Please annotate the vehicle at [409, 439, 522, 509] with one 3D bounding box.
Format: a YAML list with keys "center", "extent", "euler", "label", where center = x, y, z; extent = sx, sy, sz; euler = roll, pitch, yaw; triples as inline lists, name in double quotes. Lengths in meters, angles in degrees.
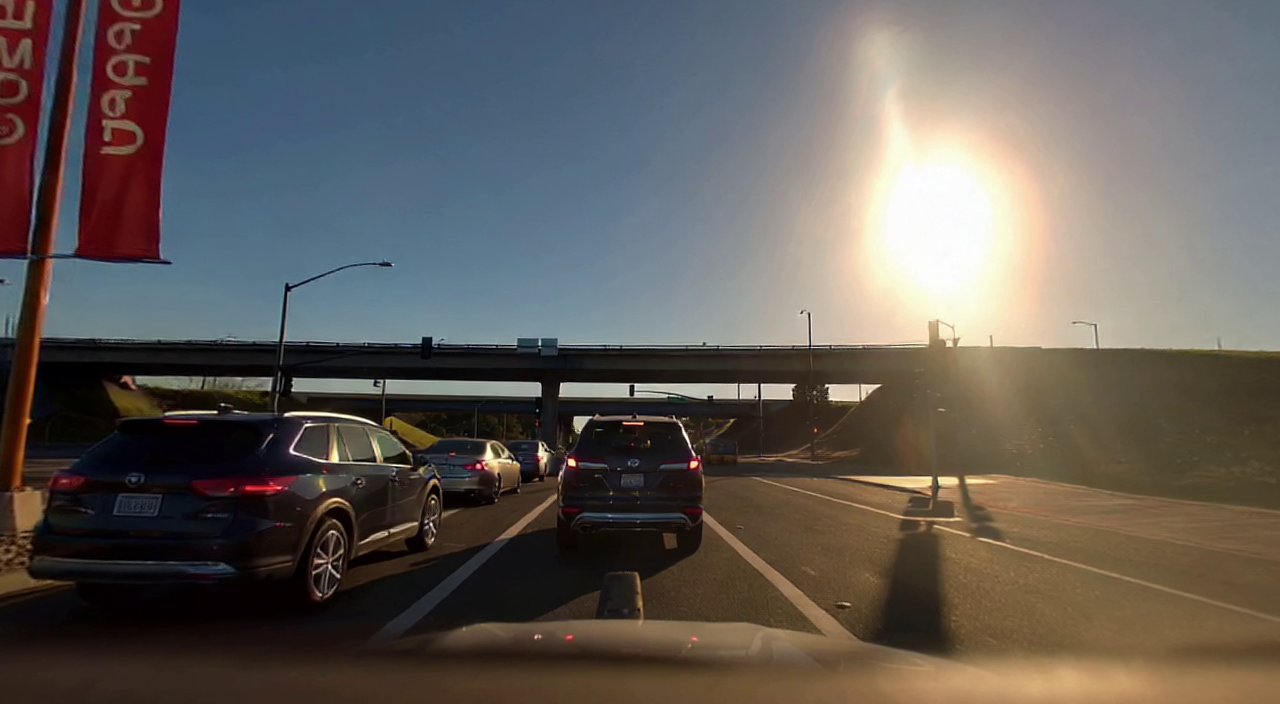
- center: [-4.147, 2.943, 15.538]
  extent: [1.797, 1.505, 3.506]
  euler: [0, -9, 0]
  label: "vehicle"

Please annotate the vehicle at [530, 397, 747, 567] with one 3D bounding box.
- center: [-0.094, 1.775, 9.305]
  extent: [2.409, 1.864, 4.471]
  euler: [0, -9, -2]
  label: "vehicle"

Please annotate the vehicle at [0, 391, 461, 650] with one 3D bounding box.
- center: [-3.499, 1.441, 6.391]
  extent: [2.039, 1.709, 4.265]
  euler: [0, -9, 0]
  label: "vehicle"
